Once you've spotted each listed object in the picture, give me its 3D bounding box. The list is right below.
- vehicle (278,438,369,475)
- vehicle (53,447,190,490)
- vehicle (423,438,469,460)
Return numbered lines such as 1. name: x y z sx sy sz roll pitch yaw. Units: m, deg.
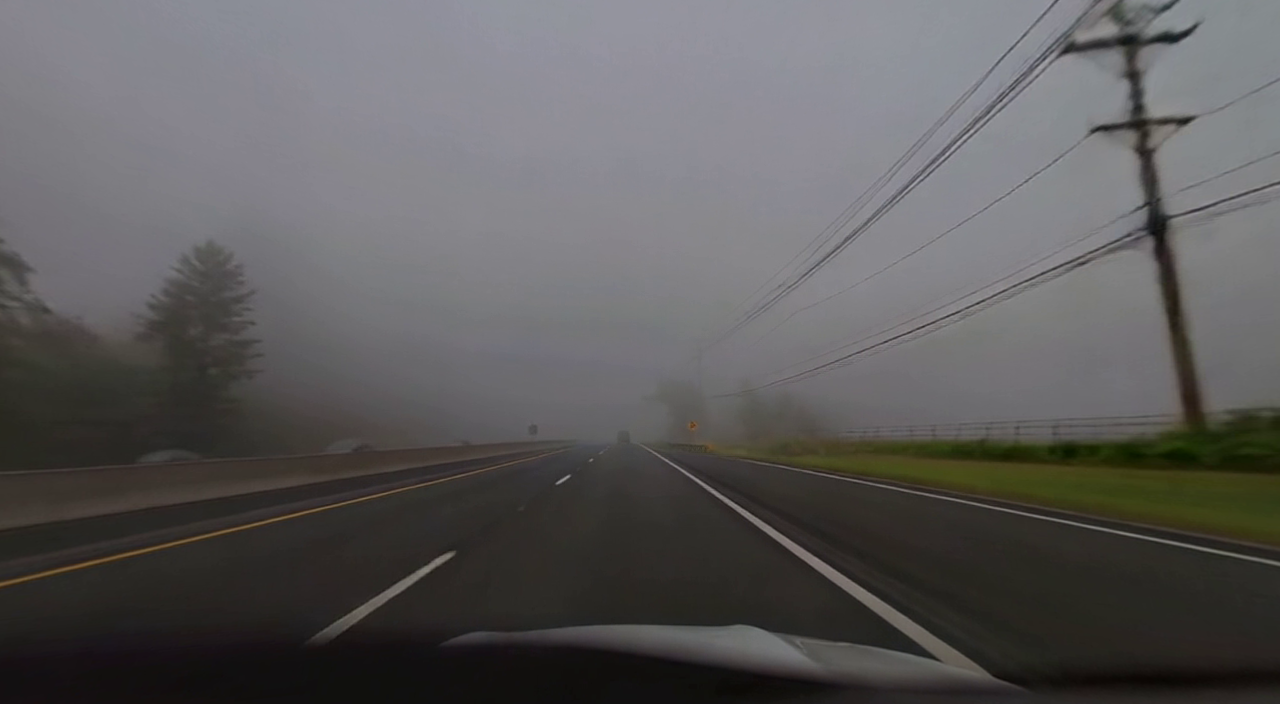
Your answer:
1. vehicle: -13.451 4.427 27.081 1.811 1.468 4.112 0 -8 0
2. vehicle: -21.344 4.772 26.237 1.780 1.500 4.709 -1 -8 -1
3. vehicle: -13.549 6.782 44.228 1.791 1.426 4.502 0 -8 0
